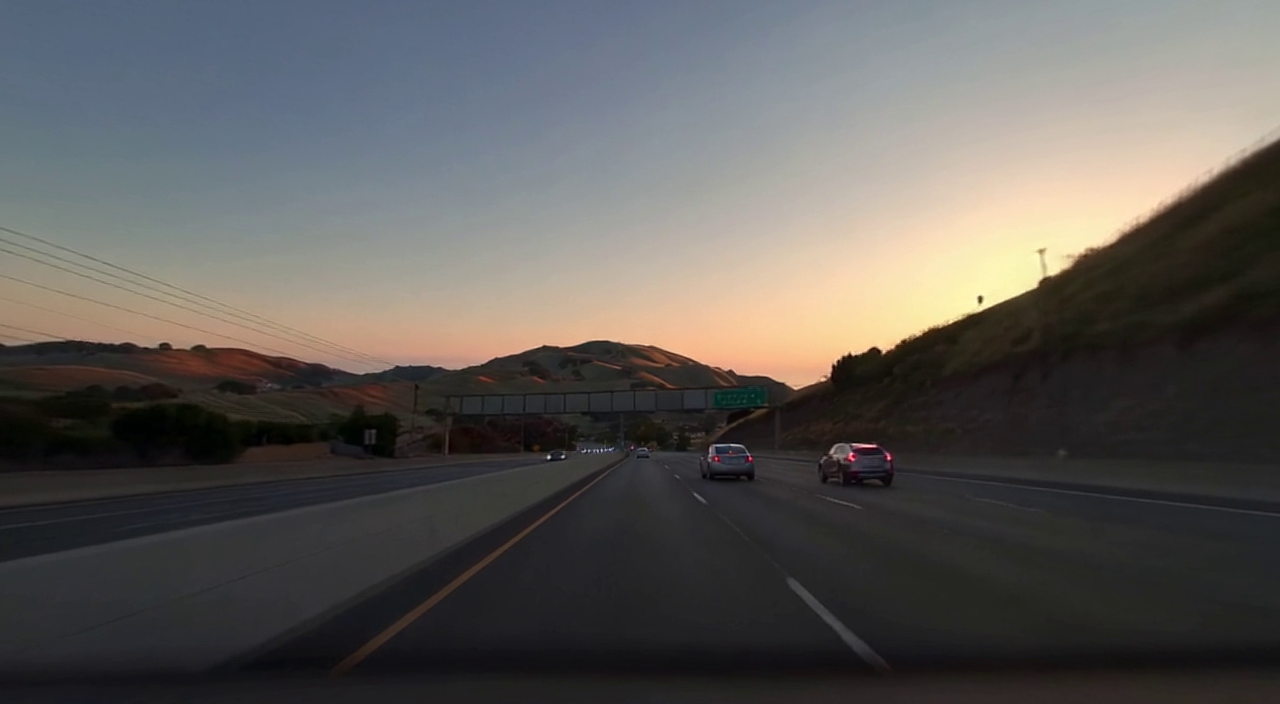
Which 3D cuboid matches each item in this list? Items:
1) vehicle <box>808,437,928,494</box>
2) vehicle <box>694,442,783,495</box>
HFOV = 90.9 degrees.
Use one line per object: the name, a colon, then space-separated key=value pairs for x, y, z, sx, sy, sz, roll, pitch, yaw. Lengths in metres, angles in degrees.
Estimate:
vehicle: x=6.900 y=3.462 z=19.696 sx=1.988 sy=1.530 sz=4.777 roll=0 pitch=-8 yaw=0
vehicle: x=2.906 y=3.542 z=19.554 sx=2.044 sy=1.444 sz=4.216 roll=0 pitch=-8 yaw=-1
